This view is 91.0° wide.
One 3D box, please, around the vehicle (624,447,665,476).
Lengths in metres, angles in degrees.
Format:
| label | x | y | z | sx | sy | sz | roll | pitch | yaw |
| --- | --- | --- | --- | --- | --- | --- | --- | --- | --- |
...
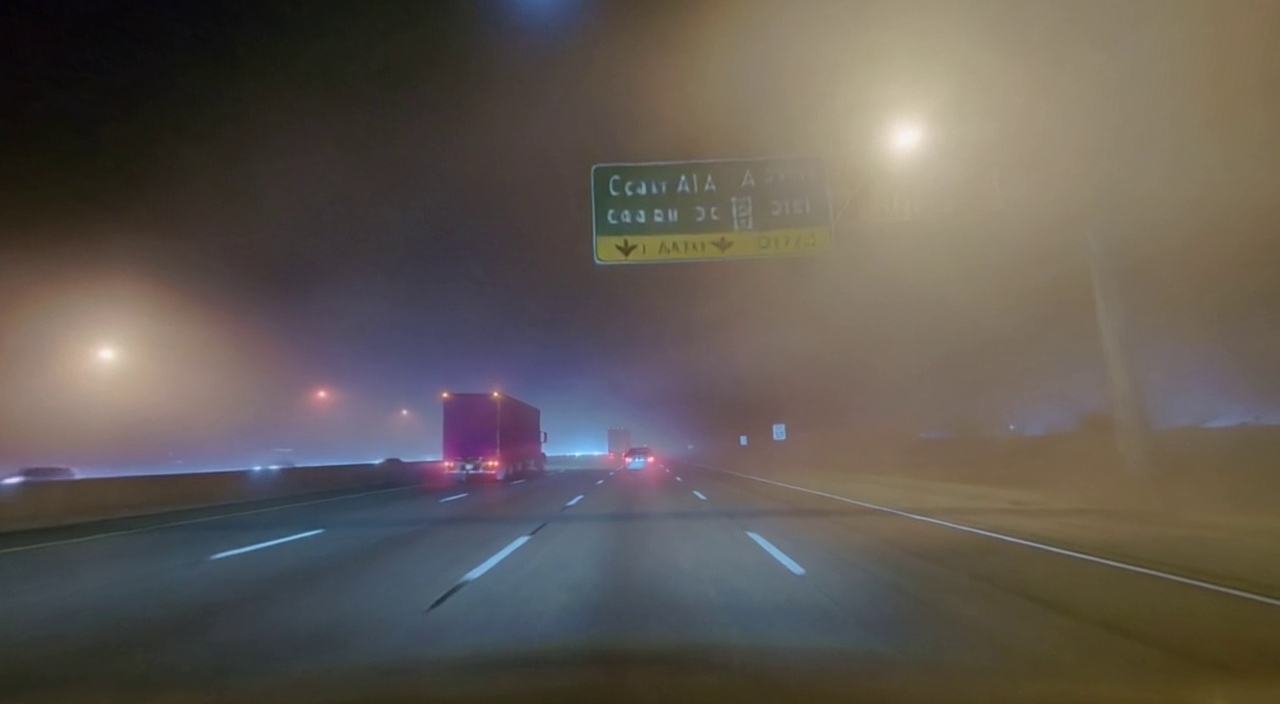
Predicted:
| label | x | y | z | sx | sy | sz | roll | pitch | yaw |
| --- | --- | --- | --- | --- | --- | --- | --- | --- | --- |
| vehicle | 0.200 | 5.867 | 33.970 | 2.066 | 1.469 | 4.050 | 0 | -9 | -1 |

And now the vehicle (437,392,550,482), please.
| label | x | y | z | sx | sy | sz | roll | pitch | yaw |
| --- | --- | --- | --- | --- | --- | --- | --- | --- | --- |
| vehicle | -7.055 | 4.499 | 32.542 | 3.067 | 3.804 | 11.136 | 0 | -9 | 0 |
